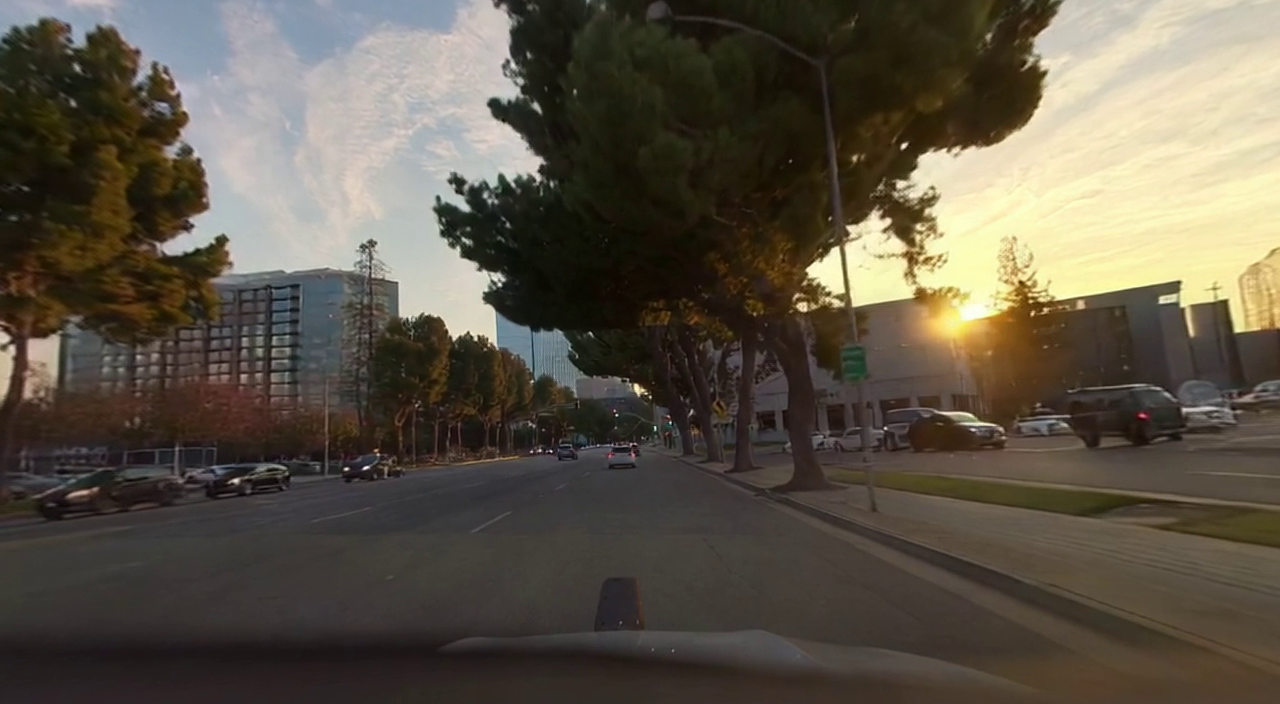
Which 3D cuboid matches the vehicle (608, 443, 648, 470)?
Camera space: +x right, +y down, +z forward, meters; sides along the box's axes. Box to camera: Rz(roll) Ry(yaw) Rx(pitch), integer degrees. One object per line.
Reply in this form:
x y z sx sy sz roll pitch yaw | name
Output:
-0.653 6.150 37.462 2.235 1.500 4.420 0 -8 0 | vehicle

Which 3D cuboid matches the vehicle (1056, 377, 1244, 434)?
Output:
15.133 1.668 18.881 3.956 1.504 2.170 2 -9 -9 | vehicle

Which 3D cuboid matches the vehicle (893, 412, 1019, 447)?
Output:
13.188 3.275 26.579 4.144 1.407 2.201 0 -8 -1 | vehicle

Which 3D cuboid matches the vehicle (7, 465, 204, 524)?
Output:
-16.479 4.369 19.904 2.058 1.459 4.704 0 -8 1 | vehicle

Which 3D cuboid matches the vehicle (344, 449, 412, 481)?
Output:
-16.780 7.237 40.750 2.342 1.868 4.758 0 -8 0 | vehicle

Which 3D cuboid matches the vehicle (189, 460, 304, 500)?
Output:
-17.006 5.518 27.660 1.985 1.471 4.797 0 -8 0 | vehicle
